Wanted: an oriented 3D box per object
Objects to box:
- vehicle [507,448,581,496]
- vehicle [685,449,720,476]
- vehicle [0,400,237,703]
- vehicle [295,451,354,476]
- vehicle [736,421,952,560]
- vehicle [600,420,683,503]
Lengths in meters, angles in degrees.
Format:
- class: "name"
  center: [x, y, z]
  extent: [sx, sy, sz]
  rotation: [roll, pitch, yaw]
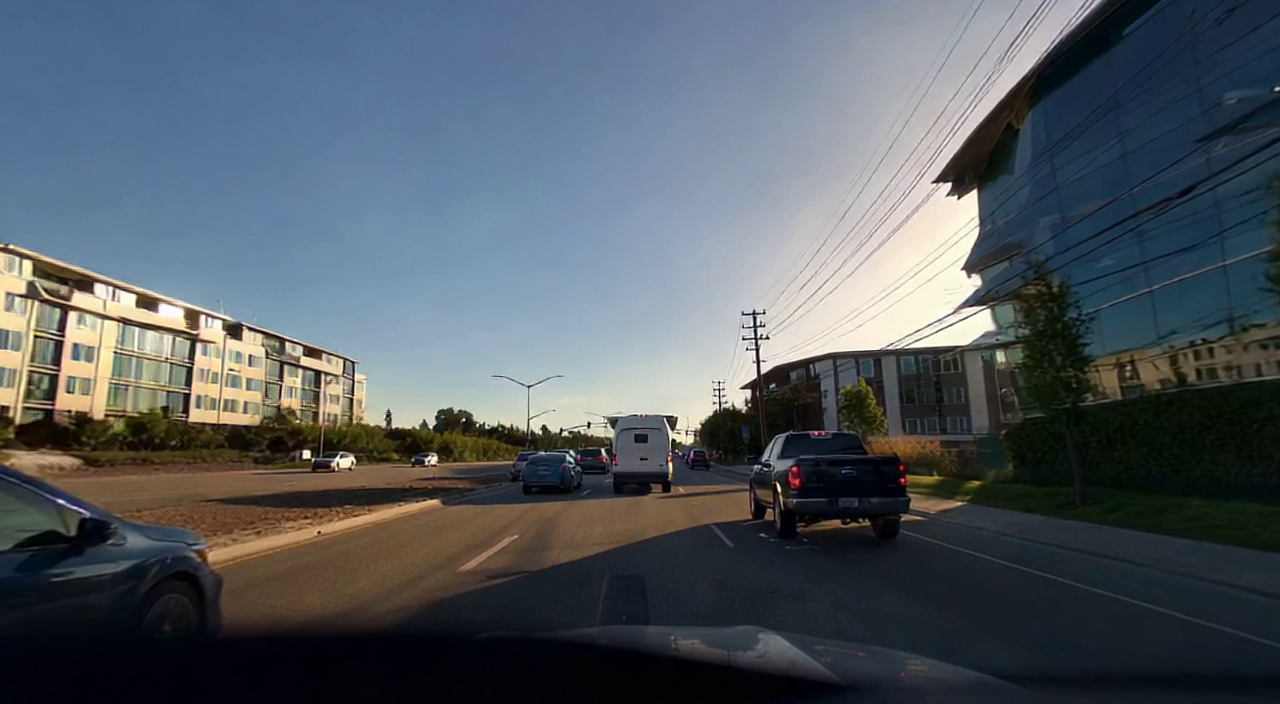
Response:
- class: "vehicle"
  center: [-3.456, 4.411, 23.522]
  extent: [1.984, 1.567, 4.311]
  rotation: [0, -9, 2]
- class: "vehicle"
  center: [4.178, 7.446, 42.585]
  extent: [2.092, 1.696, 4.218]
  rotation: [0, -9, 1]
- class: "vehicle"
  center: [-3.605, 0.958, 2.117]
  extent: [1.934, 1.643, 3.718]
  rotation: [0, -9, 1]
- class: "vehicle"
  center: [-24.918, 8.821, 49.767]
  extent: [2.327, 1.797, 4.963]
  rotation: [0, -9, -3]
- class: "vehicle"
  center: [3.180, 2.259, 11.008]
  extent: [2.283, 1.923, 4.427]
  rotation: [0, -9, 0]
- class: "vehicle"
  center: [0.187, 3.666, 21.487]
  extent: [2.457, 2.440, 5.486]
  rotation: [0, -9, 3]
